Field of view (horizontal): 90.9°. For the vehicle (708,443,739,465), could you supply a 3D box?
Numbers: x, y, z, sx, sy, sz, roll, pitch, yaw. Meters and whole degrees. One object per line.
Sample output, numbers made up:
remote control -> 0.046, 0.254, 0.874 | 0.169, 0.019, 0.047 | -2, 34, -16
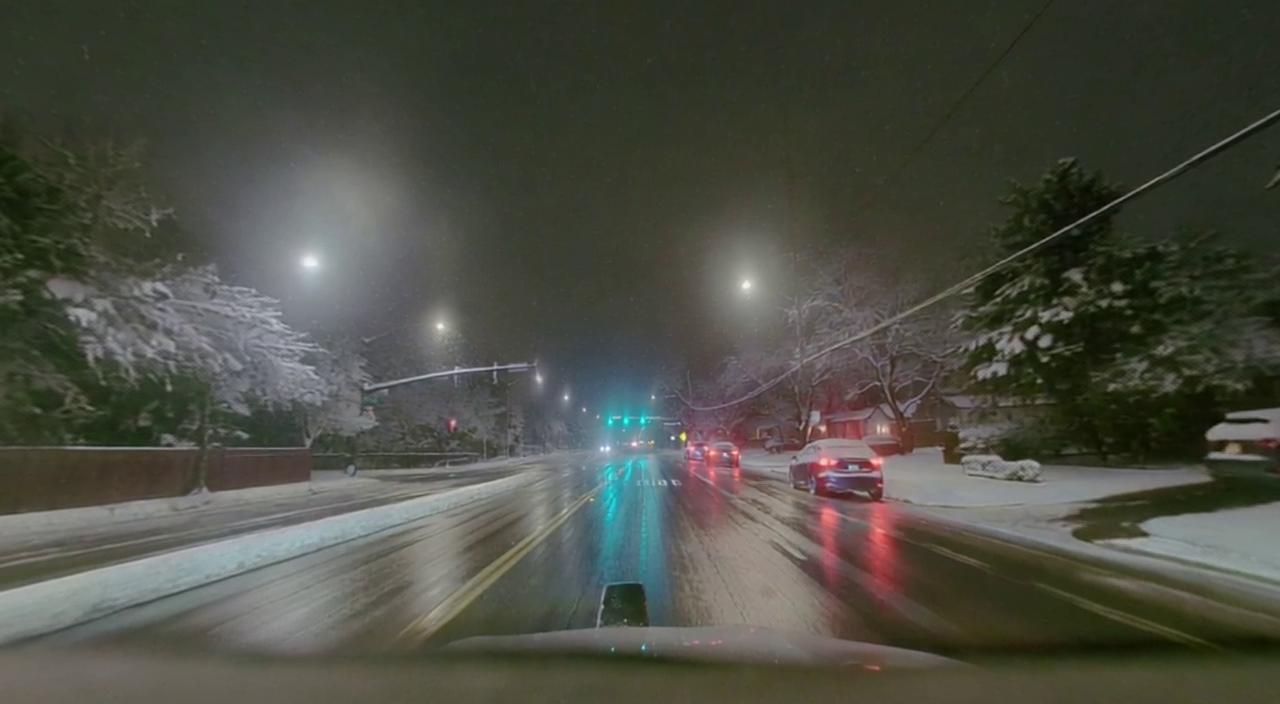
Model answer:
vehicle -> 6.171, 7.602, 47.199 | 1.855, 1.520, 4.808 | 0, -8, 2

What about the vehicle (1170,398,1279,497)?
vehicle -> 13.290, 1.803, 11.927 | 4.474, 1.710, 2.148 | 0, -8, 1

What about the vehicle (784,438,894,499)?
vehicle -> 5.650, 3.331, 18.463 | 1.950, 1.567, 4.083 | 0, -8, 1
